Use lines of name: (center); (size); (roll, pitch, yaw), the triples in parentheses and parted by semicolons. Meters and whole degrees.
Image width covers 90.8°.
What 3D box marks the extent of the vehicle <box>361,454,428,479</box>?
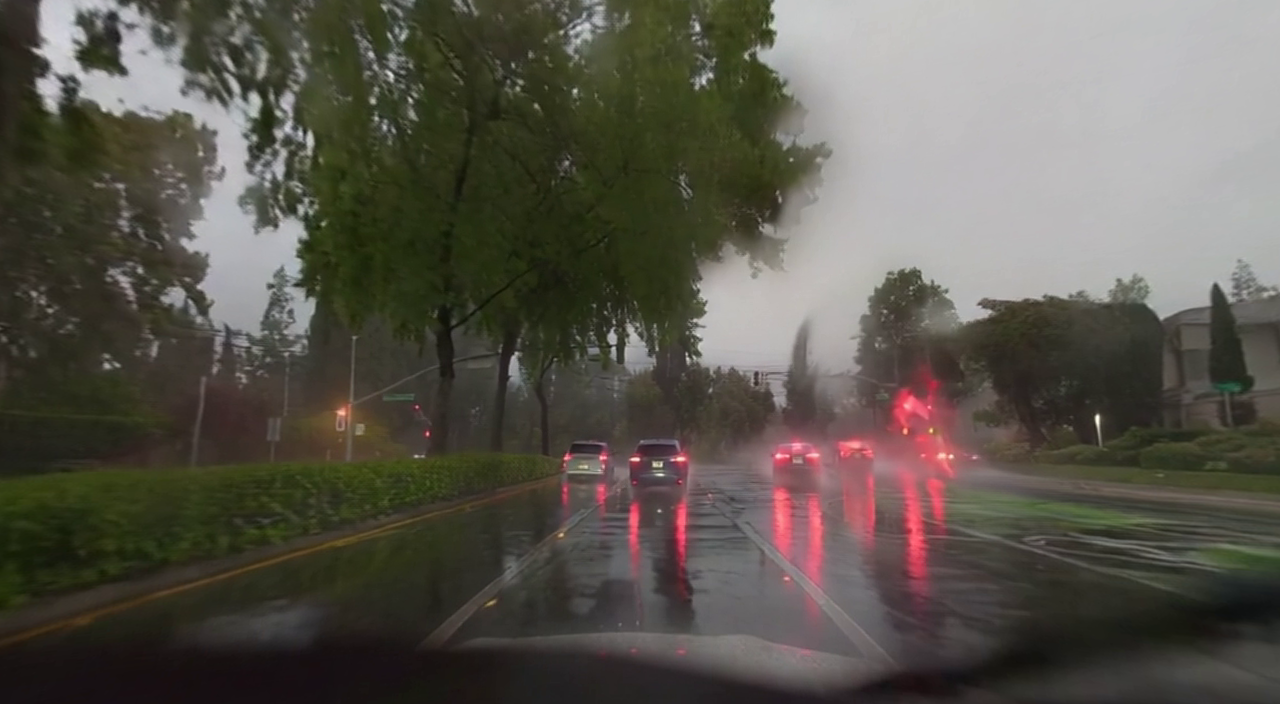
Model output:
vehicle: (-18.288, 8.513, 47.095); (4.685, 1.746, 2.095); (-5, -10, 30)

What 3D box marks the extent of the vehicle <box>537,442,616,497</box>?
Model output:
vehicle: (-1.829, 3.555, 19.448); (1.923, 1.498, 3.887); (0, -9, 2)

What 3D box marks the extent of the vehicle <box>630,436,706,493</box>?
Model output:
vehicle: (0.881, 3.733, 21.293); (2.286, 1.701, 4.395); (0, -9, 1)

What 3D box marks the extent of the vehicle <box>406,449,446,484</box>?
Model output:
vehicle: (-12.283, 6.546, 36.482); (2.005, 1.702, 4.697); (0, -8, -16)
